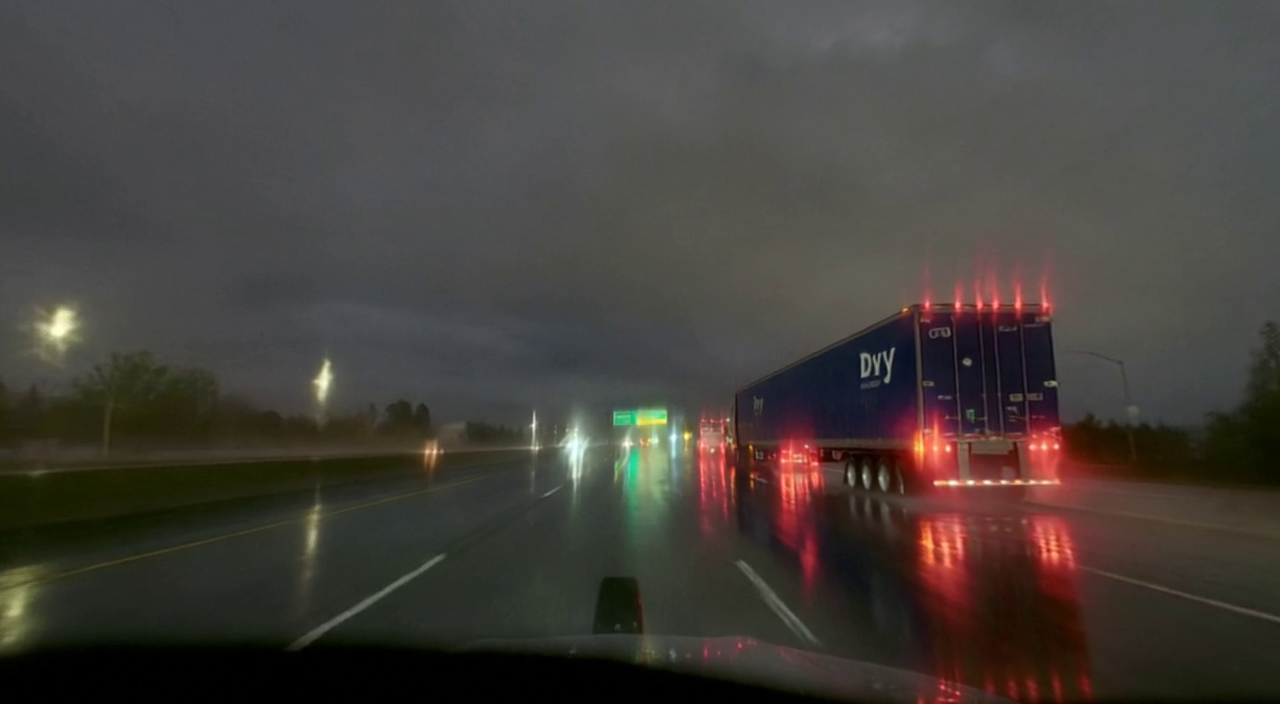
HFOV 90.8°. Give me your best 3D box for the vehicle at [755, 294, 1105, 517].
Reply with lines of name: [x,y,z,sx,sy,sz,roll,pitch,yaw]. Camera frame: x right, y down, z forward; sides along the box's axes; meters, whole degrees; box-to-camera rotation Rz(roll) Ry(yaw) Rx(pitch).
vehicle: [6.546,2.070,19.280,2.962,3.947,16.241,0,-8,0]
